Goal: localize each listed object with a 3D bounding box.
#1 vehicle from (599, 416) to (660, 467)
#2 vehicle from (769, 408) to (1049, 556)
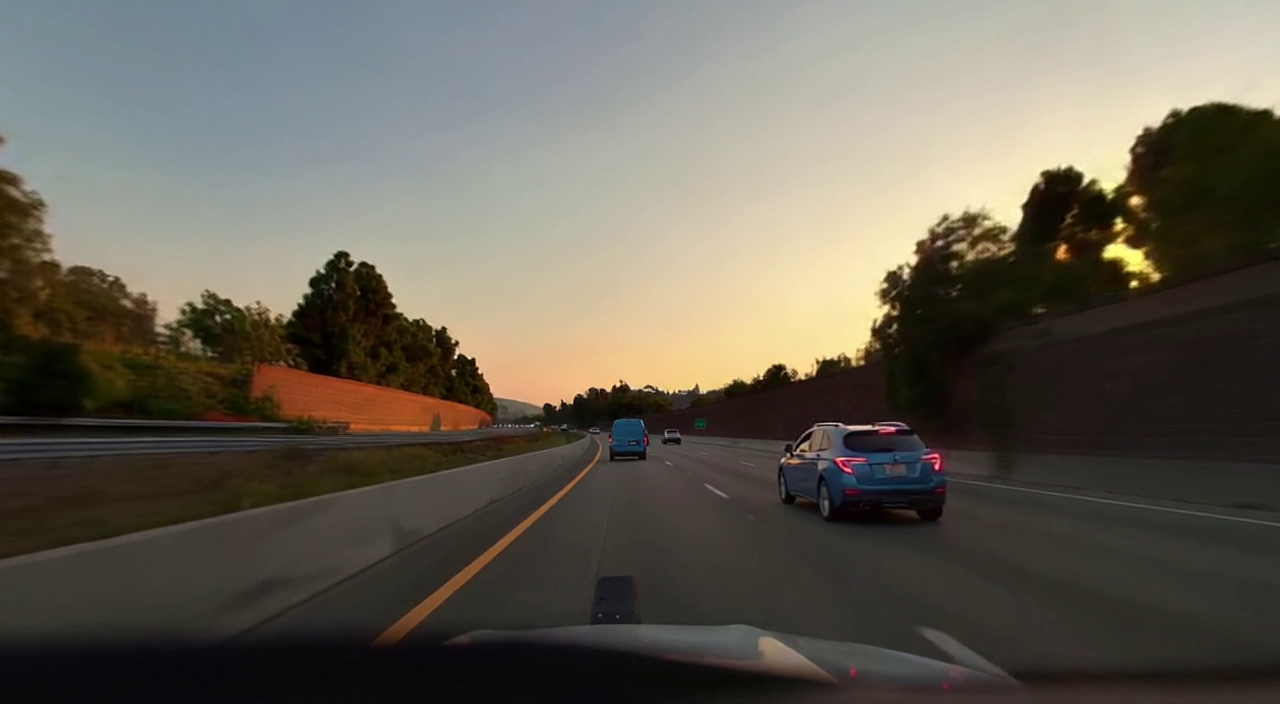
[{"bbox_3d":[-0.483,3.865,27.252,2.403,1.994,4.683,0,-8,-2],"label":"vehicle"},{"bbox_3d":[3.367,1.693,8.967,2.078,1.600,4.012,0,-8,-2],"label":"vehicle"}]
